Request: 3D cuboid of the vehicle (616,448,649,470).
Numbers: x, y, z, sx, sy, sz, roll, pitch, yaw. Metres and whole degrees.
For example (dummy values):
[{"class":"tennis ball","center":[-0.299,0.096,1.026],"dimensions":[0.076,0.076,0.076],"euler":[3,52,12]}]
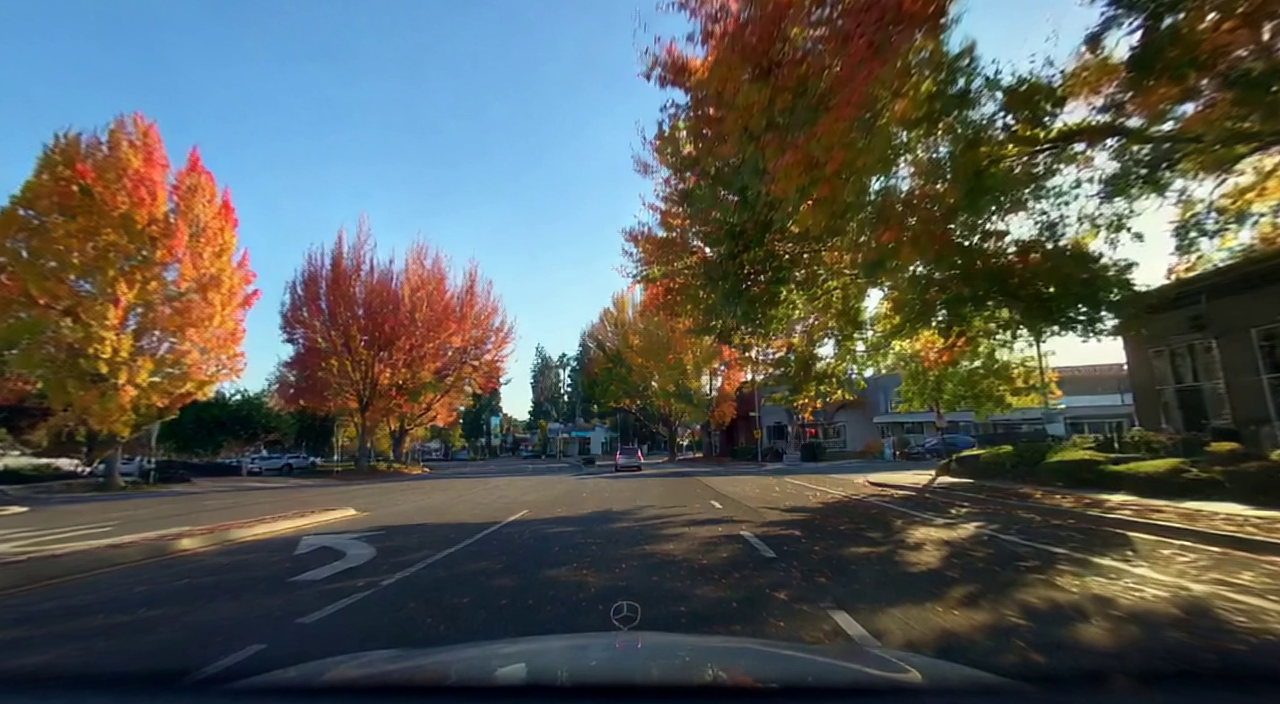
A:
[{"class":"vehicle","center":[-0.619,7.570,44.762],"dimensions":[2.018,1.512,4.304],"euler":[1,-9,-5]}]
